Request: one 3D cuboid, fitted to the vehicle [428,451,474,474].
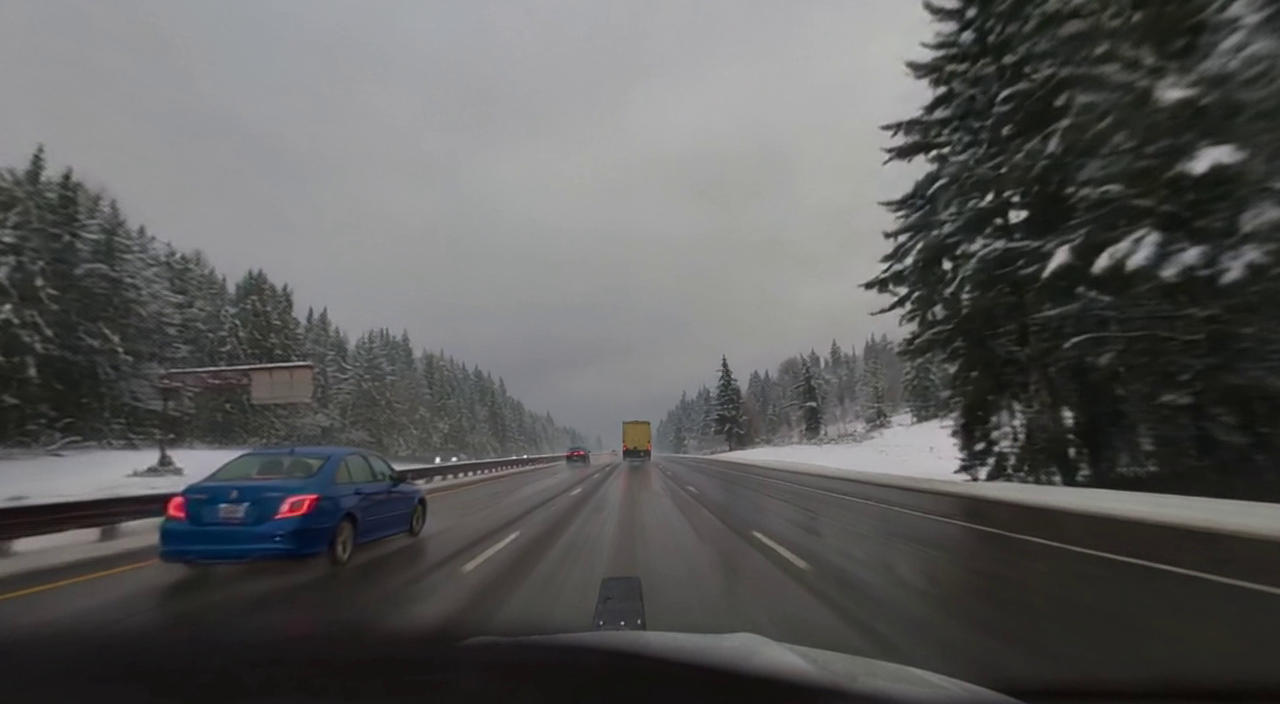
[{"bbox_3d":[-13.744,8.049,46.055,2.001,1.574,4.157,0,-9,0],"label":"vehicle"}]

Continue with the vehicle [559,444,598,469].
[{"bbox_3d":[-4.291,7.403,44.853,2.311,1.655,4.382,0,-9,0],"label":"vehicle"}]

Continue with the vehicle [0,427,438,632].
[{"bbox_3d":[-3.955,1.667,7.001,1.916,1.506,4.476,0,-9,0],"label":"vehicle"}]
